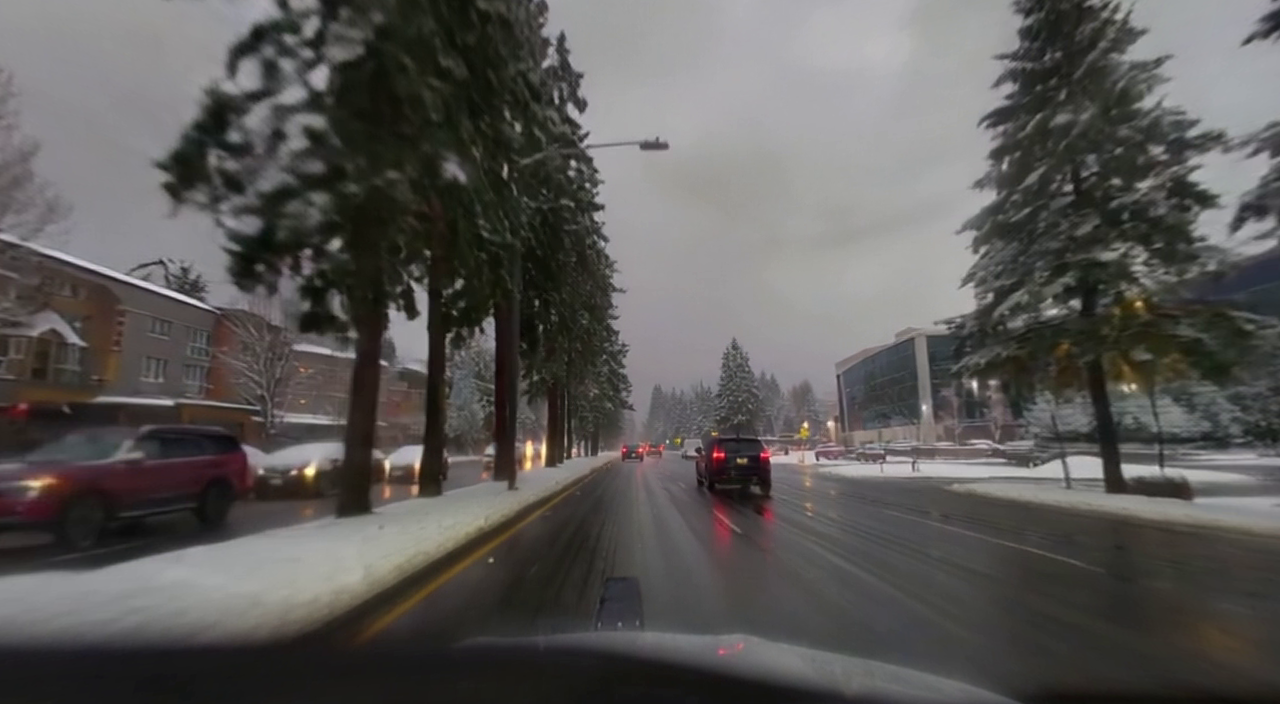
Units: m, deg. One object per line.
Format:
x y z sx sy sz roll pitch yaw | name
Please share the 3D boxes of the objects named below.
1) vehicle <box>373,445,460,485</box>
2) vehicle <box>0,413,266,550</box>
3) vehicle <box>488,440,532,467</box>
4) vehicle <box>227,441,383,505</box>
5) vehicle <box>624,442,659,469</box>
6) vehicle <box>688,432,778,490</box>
-9.070 4.593 26.020 1.938 1.464 4.340 0 -9 1 | vehicle
-9.008 2.113 10.984 2.024 1.822 4.824 0 -9 0 | vehicle
-9.483 7.472 46.539 2.165 1.863 4.880 0 -9 0 | vehicle
-8.871 3.214 17.230 1.864 1.500 4.294 0 -9 0 | vehicle
0.054 6.576 40.293 2.145 1.572 4.021 0 -9 -1 | vehicle
3.103 3.795 22.252 2.235 1.806 4.818 0 -9 -2 | vehicle
